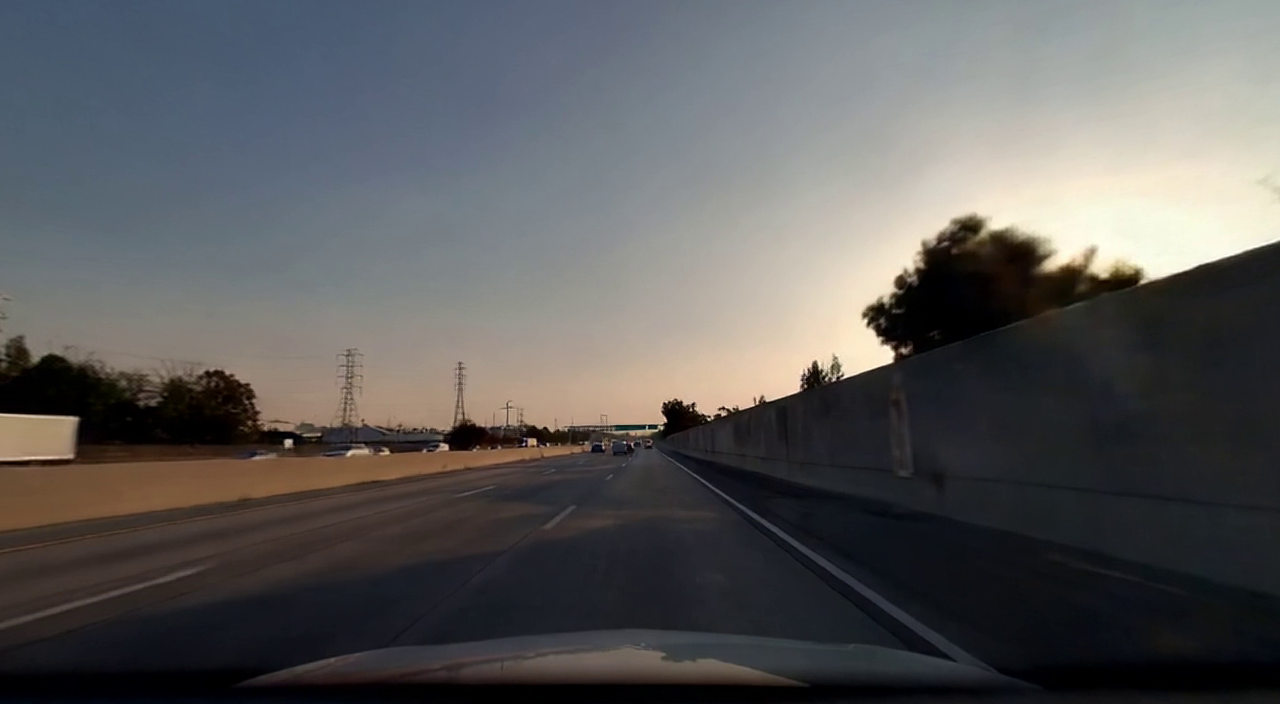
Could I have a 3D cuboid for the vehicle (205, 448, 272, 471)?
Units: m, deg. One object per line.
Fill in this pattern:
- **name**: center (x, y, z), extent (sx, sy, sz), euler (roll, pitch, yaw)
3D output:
- **vehicle**: center (-31.411, 8.412, 49.512), extent (1.902, 1.669, 4.935), euler (0, -8, 2)
